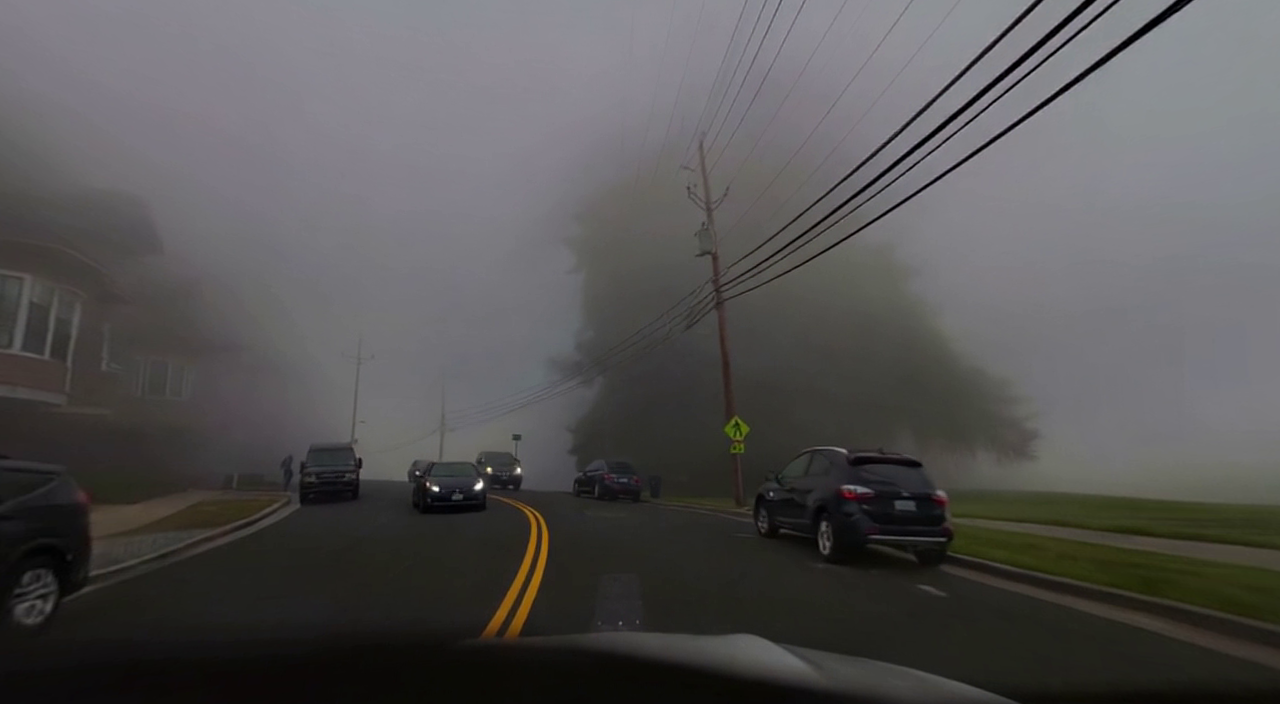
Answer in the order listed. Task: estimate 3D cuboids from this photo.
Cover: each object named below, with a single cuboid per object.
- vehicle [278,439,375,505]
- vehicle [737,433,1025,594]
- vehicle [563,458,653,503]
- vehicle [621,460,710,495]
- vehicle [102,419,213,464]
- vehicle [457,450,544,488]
[{"bbox_3d":[-10.135,3.911,20.873,2.378,1.840,5.389,5,-11,-22],"label":"vehicle"},{"bbox_3d":[3.082,2.165,9.413,1.994,1.682,4.750,4,-9,-6],"label":"vehicle"},{"bbox_3d":[-1.362,4.983,24.965,1.923,1.531,4.568,5,-10,-25],"label":"vehicle"},{"bbox_3d":[1.313,6.317,32.100,4.163,1.586,2.023,6,-11,-36],"label":"vehicle"},{"bbox_3d":[-24.495,4.630,32.177,4.064,1.569,1.861,19,-24,-41],"label":"vehicle"},{"bbox_3d":[-8.163,6.726,36.555,2.449,1.869,5.504,14,-15,-38],"label":"vehicle"}]
